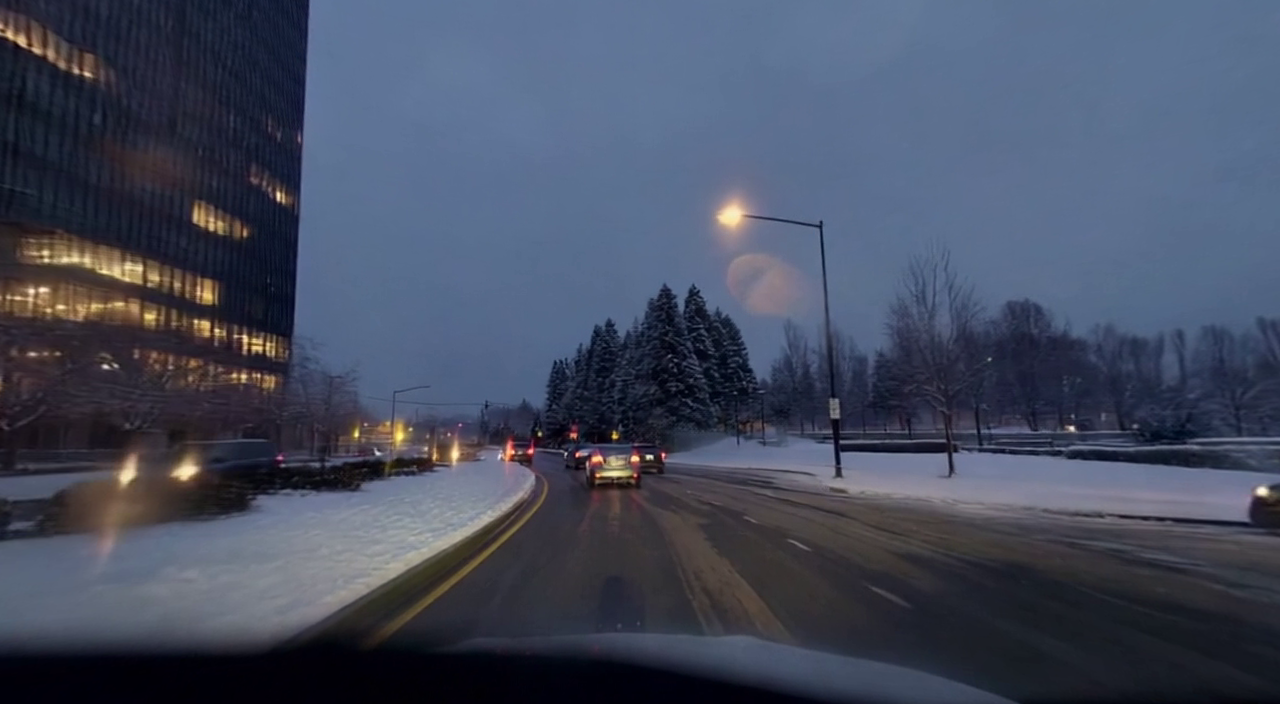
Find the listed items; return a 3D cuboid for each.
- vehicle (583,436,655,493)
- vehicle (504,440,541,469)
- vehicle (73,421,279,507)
[{"bbox_3d":[-0.636,3.716,21.171,2.183,1.675,4.319,0,-9,0],"label":"vehicle"},{"bbox_3d":[-7.656,6.600,40.623,2.121,1.728,4.161,2,-9,-13],"label":"vehicle"},{"bbox_3d":[-13.066,3.372,18.372,2.334,1.945,5.298,6,-13,-7],"label":"vehicle"}]
